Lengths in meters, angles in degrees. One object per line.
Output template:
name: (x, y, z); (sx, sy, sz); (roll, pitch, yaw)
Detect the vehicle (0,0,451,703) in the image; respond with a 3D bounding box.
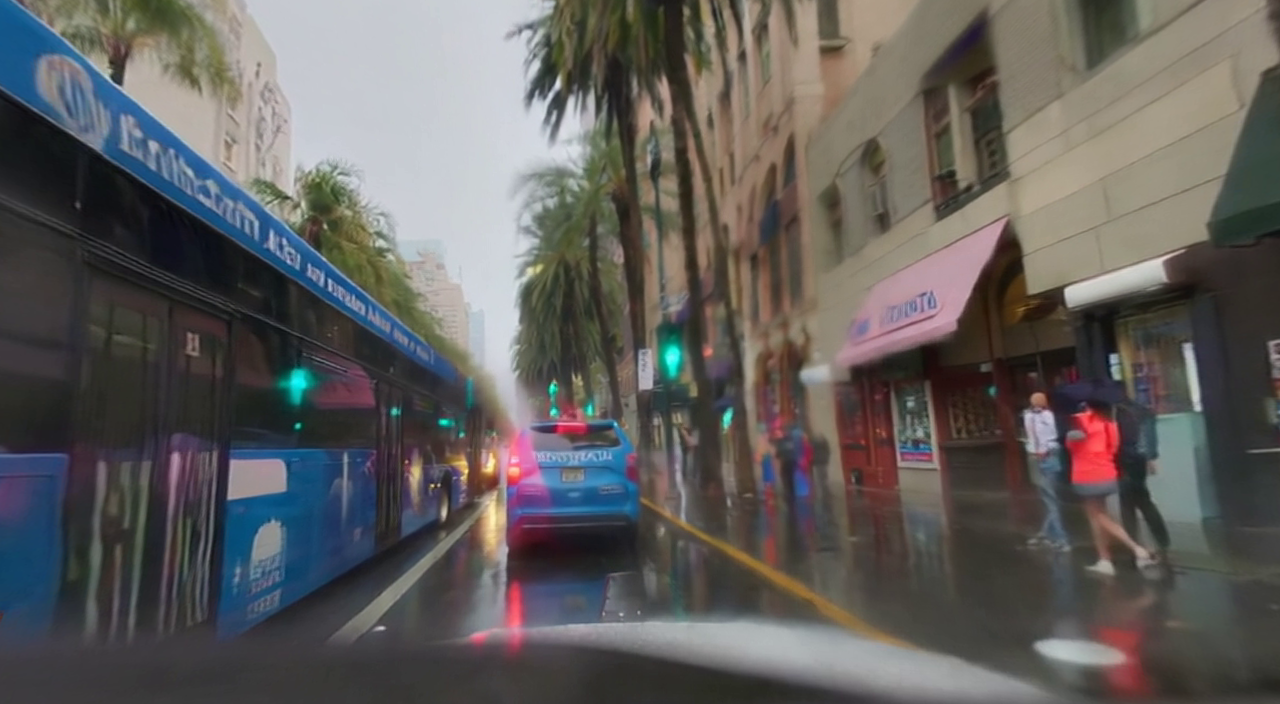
vehicle: (-4.088, 0.493, 5.062); (2.863, 3.233, 11.573); (1, -8, -7)

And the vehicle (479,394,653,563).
vehicle: (-1.249, 1.770, 9.495); (2.002, 1.907, 4.211); (2, -9, -11)
